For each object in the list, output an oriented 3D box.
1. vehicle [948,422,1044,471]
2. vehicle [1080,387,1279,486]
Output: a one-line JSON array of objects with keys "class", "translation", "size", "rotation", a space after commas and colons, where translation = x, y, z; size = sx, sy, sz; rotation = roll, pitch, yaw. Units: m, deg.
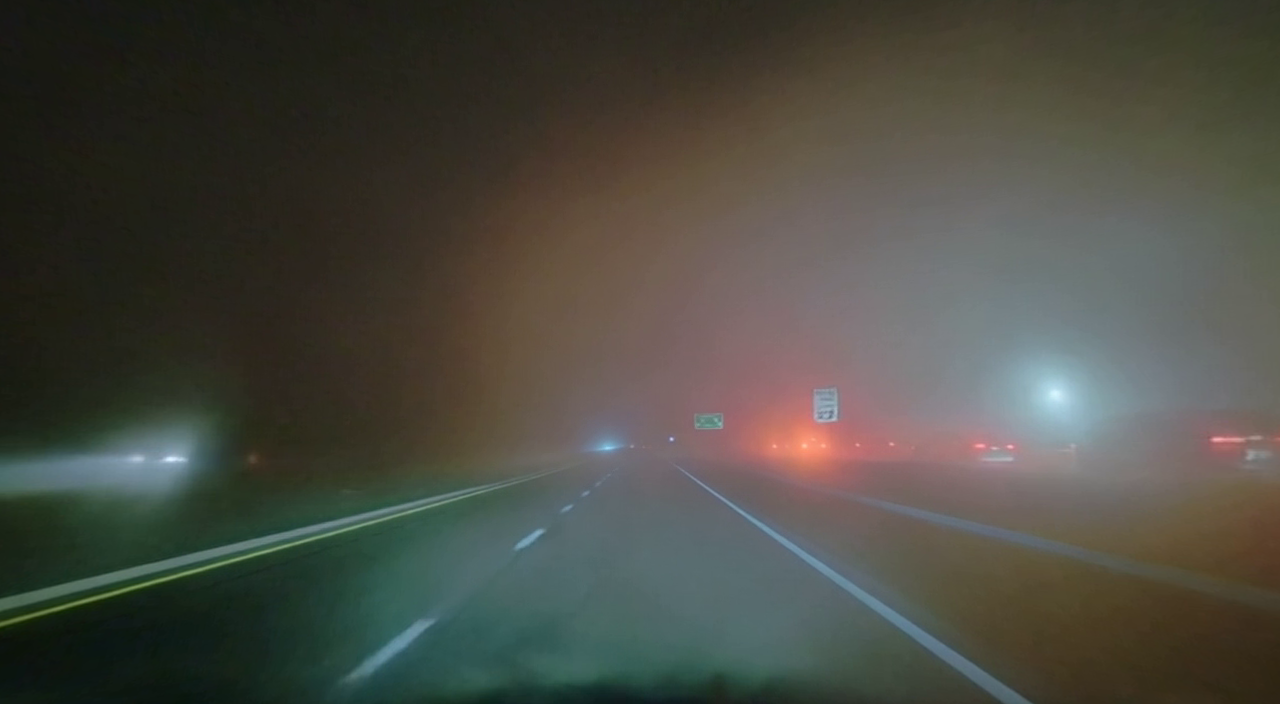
[{"class": "vehicle", "translation": [27.717, 7.443, 49.603], "size": [2.898, 3.543, 7.437], "rotation": [-1, -9, -1]}, {"class": "vehicle", "translation": [27.666, 4.366, 32.302], "size": [3.160, 4.297, 9.428], "rotation": [0, -9, -1]}]
